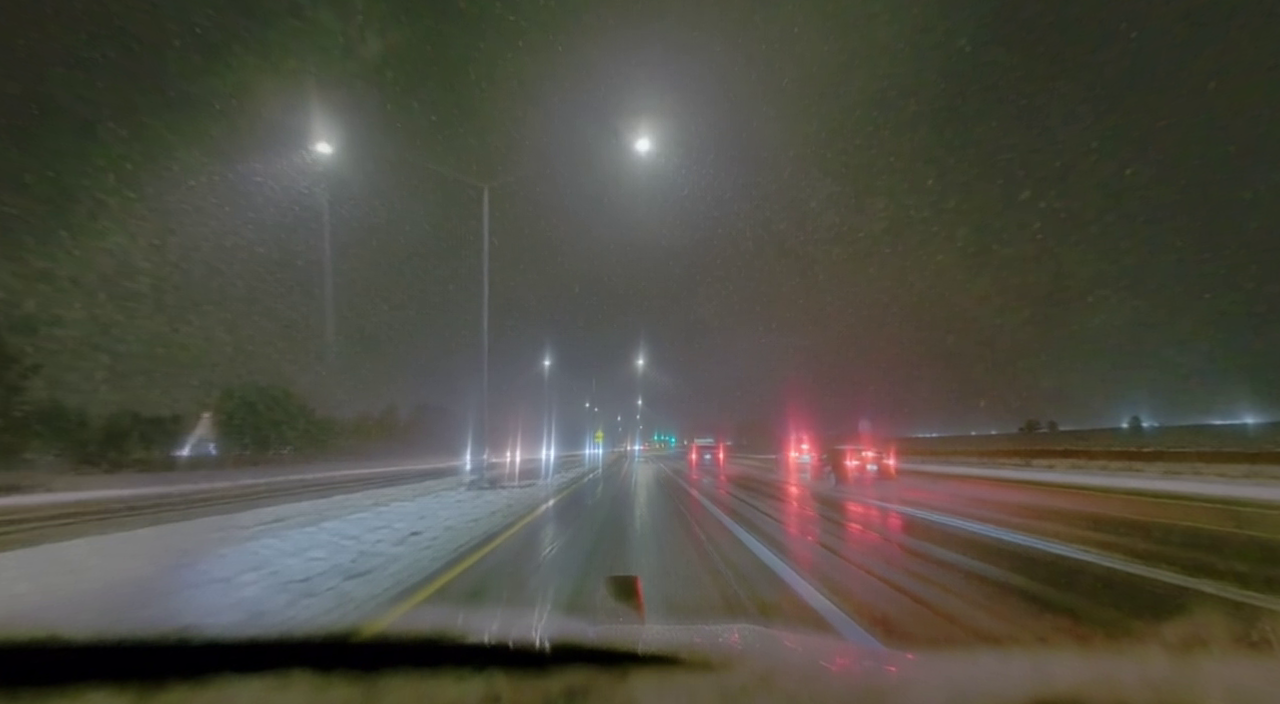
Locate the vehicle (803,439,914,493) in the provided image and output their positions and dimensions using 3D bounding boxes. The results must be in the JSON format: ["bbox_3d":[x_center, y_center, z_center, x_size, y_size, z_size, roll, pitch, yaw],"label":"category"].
[{"bbox_3d":[6.788,3.562,20.114,2.038,1.528,3.910,0,-9,-1],"label":"vehicle"}]

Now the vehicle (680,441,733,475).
[{"bbox_3d":[3.229,5.241,31.454,2.056,1.553,4.320,0,-9,-2],"label":"vehicle"}]
